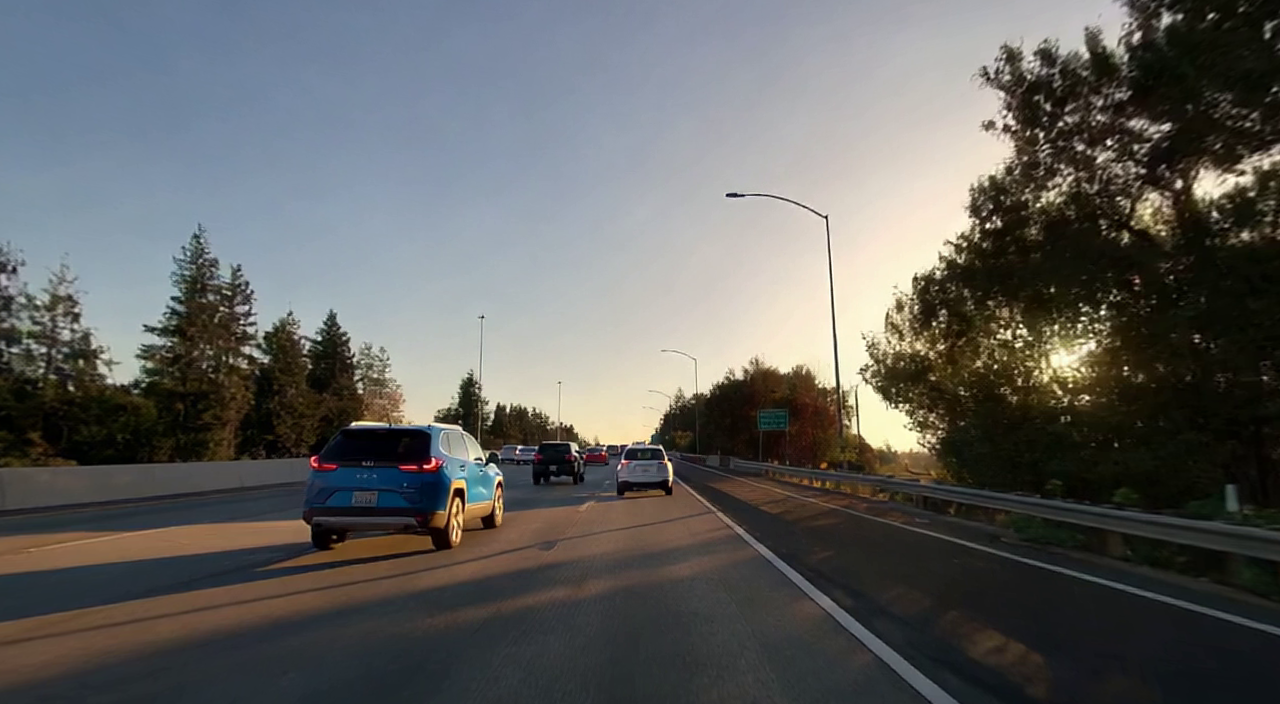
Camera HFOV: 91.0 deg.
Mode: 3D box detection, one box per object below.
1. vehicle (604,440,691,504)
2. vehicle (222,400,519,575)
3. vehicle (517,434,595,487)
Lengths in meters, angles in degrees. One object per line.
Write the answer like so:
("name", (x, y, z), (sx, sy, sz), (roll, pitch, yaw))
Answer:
("vehicle", (0.151, 3.175, 17.056), (2.068, 1.488, 4.045), (0, -9, 0))
("vehicle", (-3.206, 1.713, 8.653), (2.123, 1.798, 4.108), (0, -9, 2))
("vehicle", (-3.028, 4.053, 23.753), (2.125, 1.771, 4.721), (0, -9, 2))
